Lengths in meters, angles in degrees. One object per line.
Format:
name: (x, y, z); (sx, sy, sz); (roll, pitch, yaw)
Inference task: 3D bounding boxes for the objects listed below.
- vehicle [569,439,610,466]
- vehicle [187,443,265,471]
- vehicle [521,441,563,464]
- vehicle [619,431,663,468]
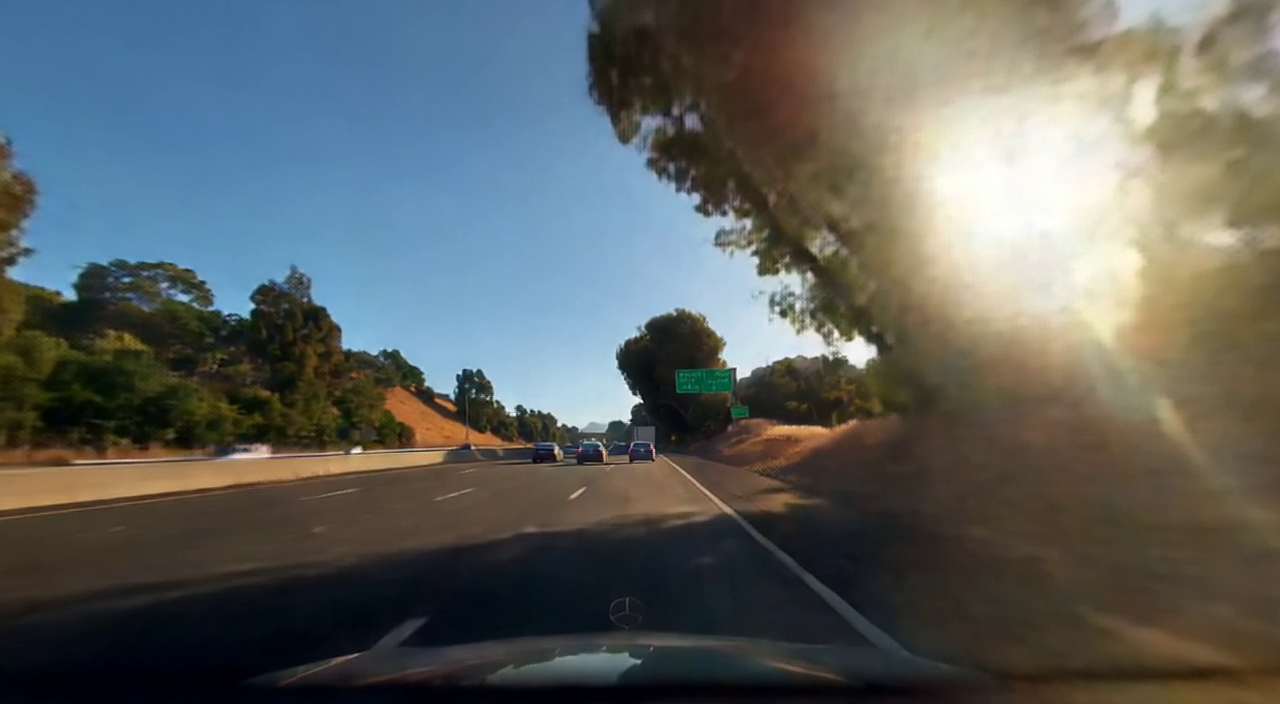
vehicle: (-3.154, 6.446, 40.541); (2.139, 1.589, 5.102); (0, -8, 1)
vehicle: (-24.643, 6.262, 37.765); (1.927, 1.508, 4.069); (0, -9, -1)
vehicle: (-6.709, 6.939, 43.726); (2.009, 1.519, 4.697); (-1, -8, 1)
vehicle: (0.051, 5.522, 35.744); (2.309, 1.915, 5.130); (0, -8, 0)
